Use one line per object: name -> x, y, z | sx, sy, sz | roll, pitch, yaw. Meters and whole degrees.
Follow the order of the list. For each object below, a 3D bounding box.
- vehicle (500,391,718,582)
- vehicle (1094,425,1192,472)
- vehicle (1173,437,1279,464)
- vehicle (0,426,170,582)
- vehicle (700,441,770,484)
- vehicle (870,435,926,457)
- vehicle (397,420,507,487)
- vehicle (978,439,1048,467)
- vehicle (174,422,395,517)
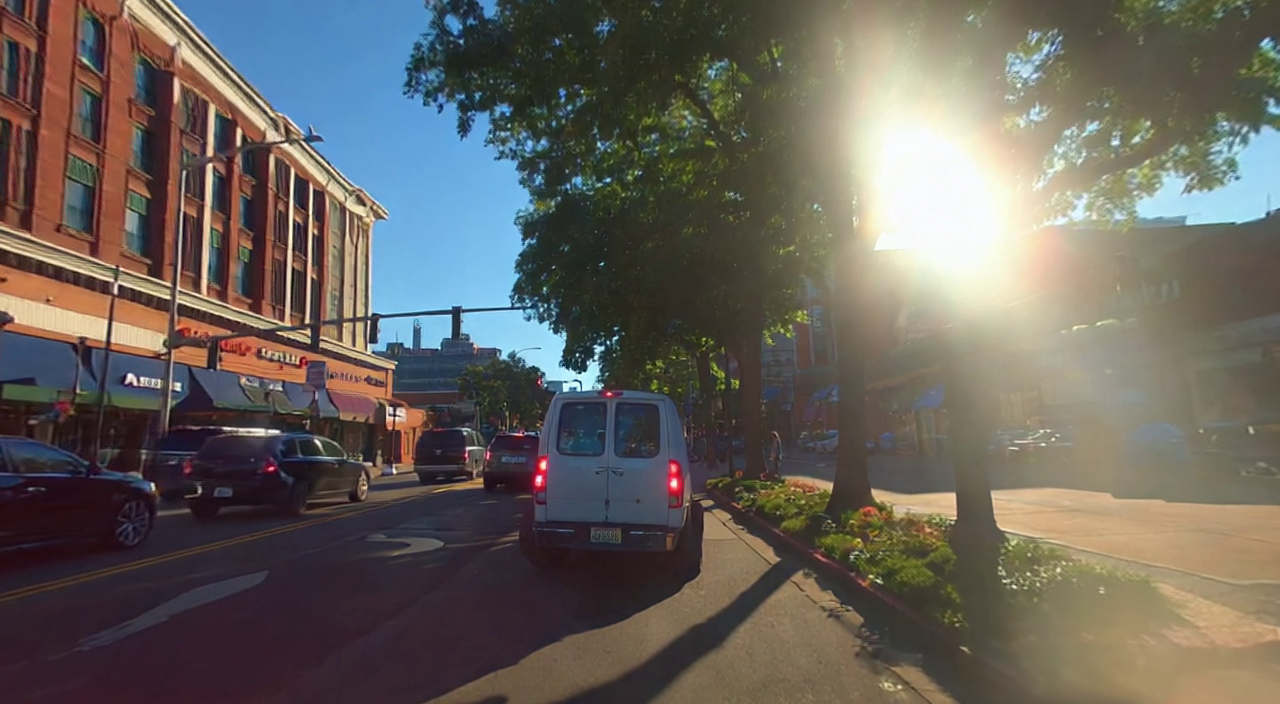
vehicle -> -0.312, 1.597, 8.231 | 2.064, 1.817, 4.298 | 0, -8, -1
vehicle -> 19.228, 3.662, 24.039 | 4.156, 1.622, 1.924 | 7, -11, -38
vehicle -> 29.728, 4.944, 31.662 | 4.176, 1.313, 1.719 | 0, -8, 2
vehicle -> -6.965, 1.422, 5.855 | 1.831, 1.451, 4.382 | 0, -8, -1
vehicle -> 3.424, 4.051, 23.511 | 2.023, 1.441, 4.240 | 0, -8, 1
vehicle -> 20.107, 7.322, 49.047 | 4.361, 1.653, 2.034 | 6, -11, -37
vehicle -> -6.470, 3.555, 22.346 | 2.496, 2.112, 4.351 | 0, -8, 1
vehicle -> 20.104, 5.407, 33.920 | 3.836, 1.443, 1.694 | 5, -10, -35
vehicle -> -7.134, 2.397, 13.375 | 1.941, 1.655, 4.503 | 0, -8, 2
